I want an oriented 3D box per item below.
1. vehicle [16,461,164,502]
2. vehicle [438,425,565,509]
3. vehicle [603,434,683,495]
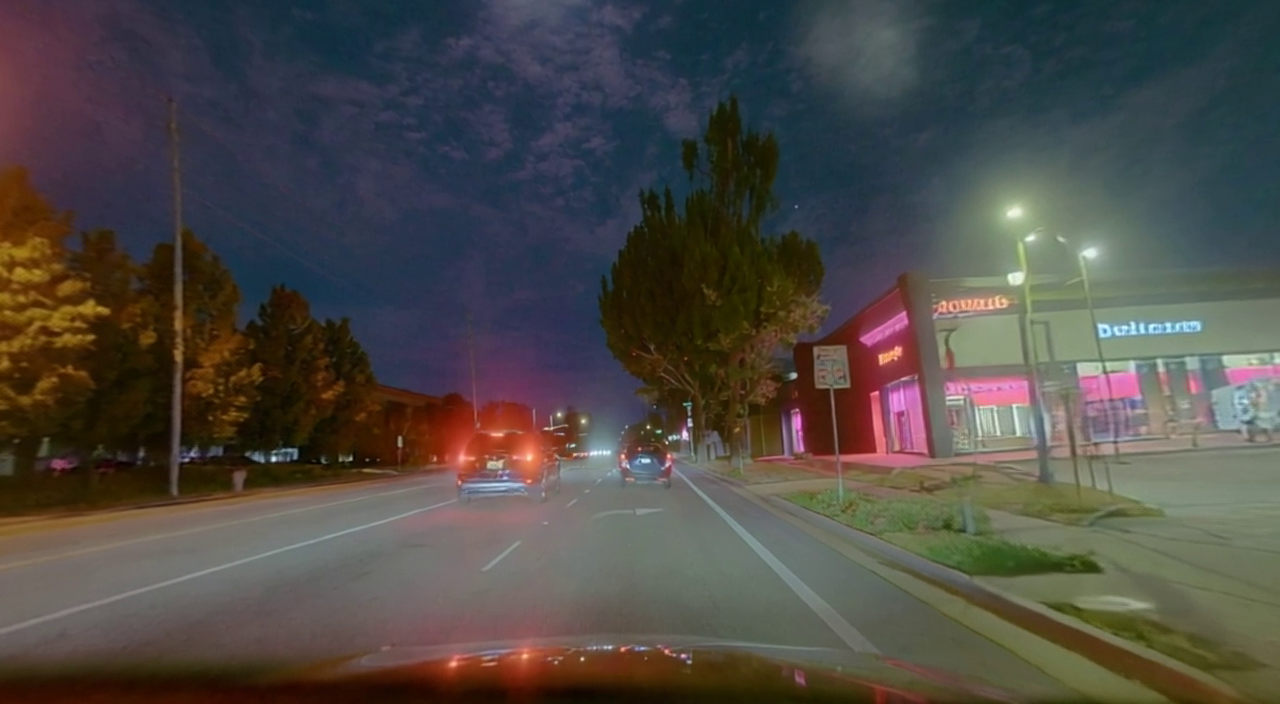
[{"bbox_3d":[-23.184,5.450,26.871,1.862,1.468,4.708,0,-9,3],"label":"vehicle"},{"bbox_3d":[-3.426,2.960,16.777,2.064,1.859,5.154,0,-8,1],"label":"vehicle"},{"bbox_3d":[0.090,3.294,18.821,2.108,1.612,4.246,0,-8,0],"label":"vehicle"}]
